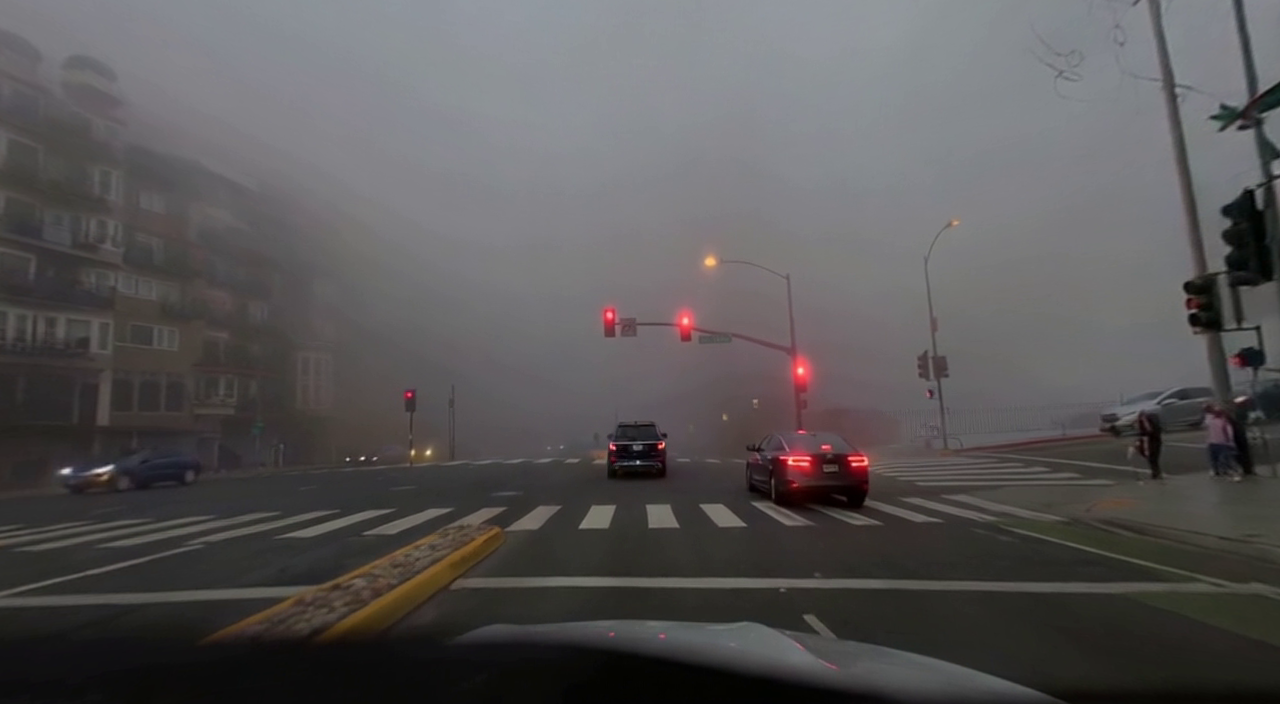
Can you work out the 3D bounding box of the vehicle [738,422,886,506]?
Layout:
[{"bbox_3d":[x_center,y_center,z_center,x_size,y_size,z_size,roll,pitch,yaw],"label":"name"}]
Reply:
[{"bbox_3d":[3.557,2.422,14.064,1.987,1.538,4.510,0,-8,0],"label":"vehicle"}]

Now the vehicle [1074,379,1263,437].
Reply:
[{"bbox_3d":[20.363,2.225,24.541,5.146,1.699,2.269,-5,-8,1],"label":"vehicle"}]

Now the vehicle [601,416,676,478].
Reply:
[{"bbox_3d":[-0.013,3.072,20.481,2.168,1.776,4.135,0,-8,1],"label":"vehicle"}]

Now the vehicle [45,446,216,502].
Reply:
[{"bbox_3d":[-17.439,4.136,22.003,2.132,1.710,4.504,0,-8,1],"label":"vehicle"}]

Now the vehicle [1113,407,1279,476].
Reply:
[{"bbox_3d":[13.941,2.074,14.676,4.354,1.466,1.863,0,-9,-1],"label":"vehicle"}]

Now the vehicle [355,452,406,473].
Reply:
[{"bbox_3d":[-20.044,8.547,49.040,1.979,1.488,4.473,0,-8,1],"label":"vehicle"}]
